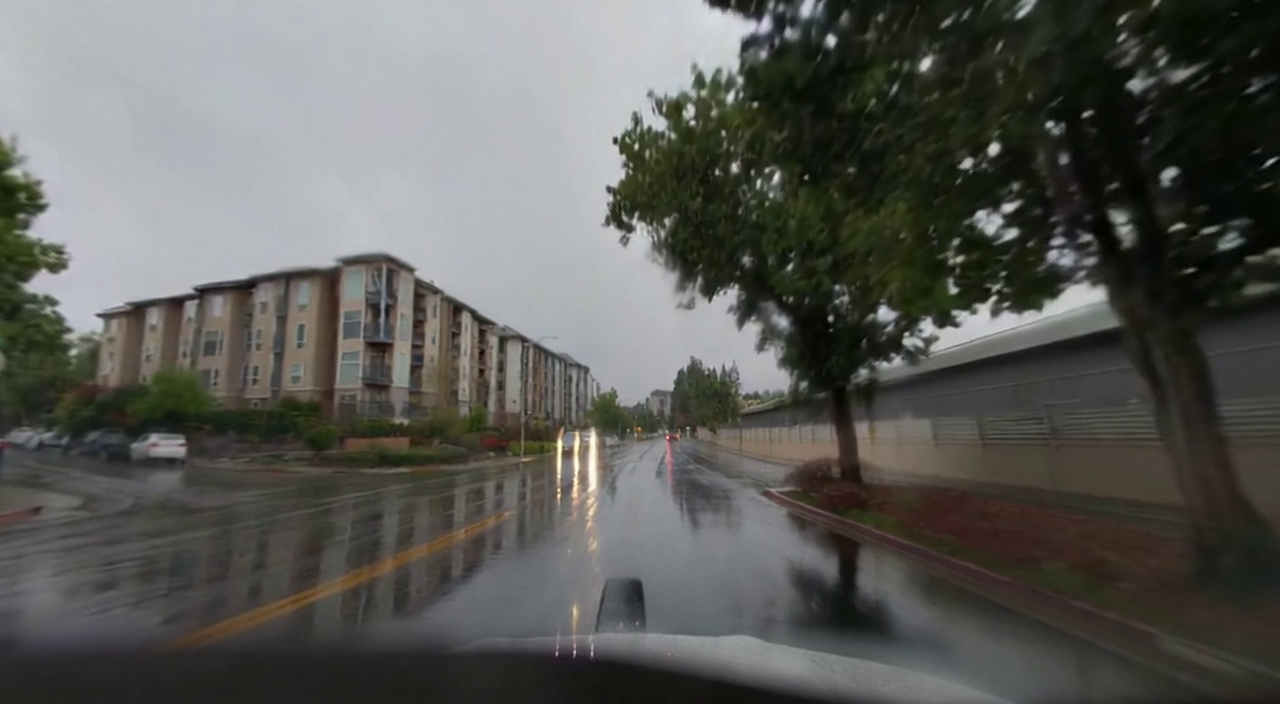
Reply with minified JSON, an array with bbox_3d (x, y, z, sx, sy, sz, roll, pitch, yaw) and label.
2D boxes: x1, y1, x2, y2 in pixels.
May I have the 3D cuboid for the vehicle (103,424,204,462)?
[{"bbox_3d":[-24.798,4.650,32.178,5.078,1.794,2.210,-5,-10,30],"label":"vehicle"}]

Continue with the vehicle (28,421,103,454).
[{"bbox_3d":[-34.778,5.211,38.221,4.503,1.838,2.069,-5,-10,32],"label":"vehicle"}]
